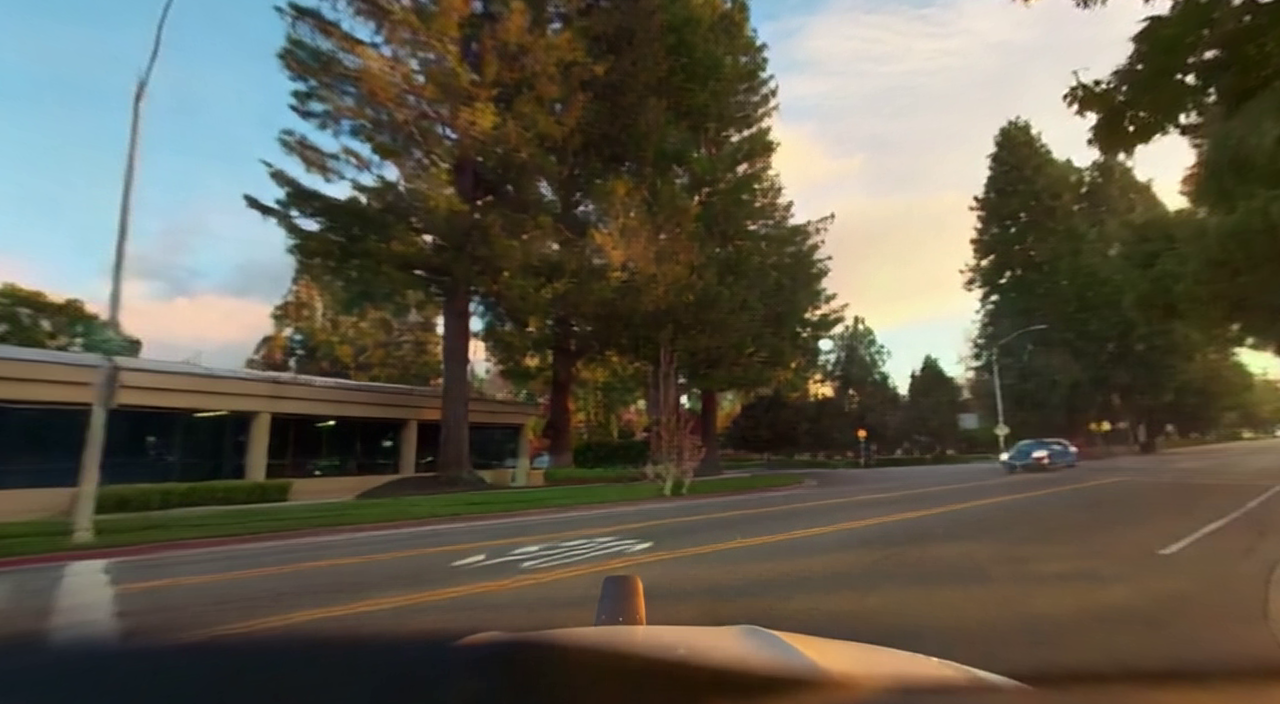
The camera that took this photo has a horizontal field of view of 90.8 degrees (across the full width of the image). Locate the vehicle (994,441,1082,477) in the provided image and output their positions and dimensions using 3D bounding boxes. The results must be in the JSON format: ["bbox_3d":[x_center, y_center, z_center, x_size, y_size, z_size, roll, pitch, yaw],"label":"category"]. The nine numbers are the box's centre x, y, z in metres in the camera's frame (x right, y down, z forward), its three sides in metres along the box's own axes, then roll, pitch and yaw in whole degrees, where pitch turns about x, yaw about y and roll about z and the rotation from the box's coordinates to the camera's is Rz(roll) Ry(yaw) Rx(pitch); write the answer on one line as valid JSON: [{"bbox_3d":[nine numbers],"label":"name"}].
[{"bbox_3d":[17.839,4.766,28.267,4.433,1.465,1.926,7,-11,-39],"label":"vehicle"}]
